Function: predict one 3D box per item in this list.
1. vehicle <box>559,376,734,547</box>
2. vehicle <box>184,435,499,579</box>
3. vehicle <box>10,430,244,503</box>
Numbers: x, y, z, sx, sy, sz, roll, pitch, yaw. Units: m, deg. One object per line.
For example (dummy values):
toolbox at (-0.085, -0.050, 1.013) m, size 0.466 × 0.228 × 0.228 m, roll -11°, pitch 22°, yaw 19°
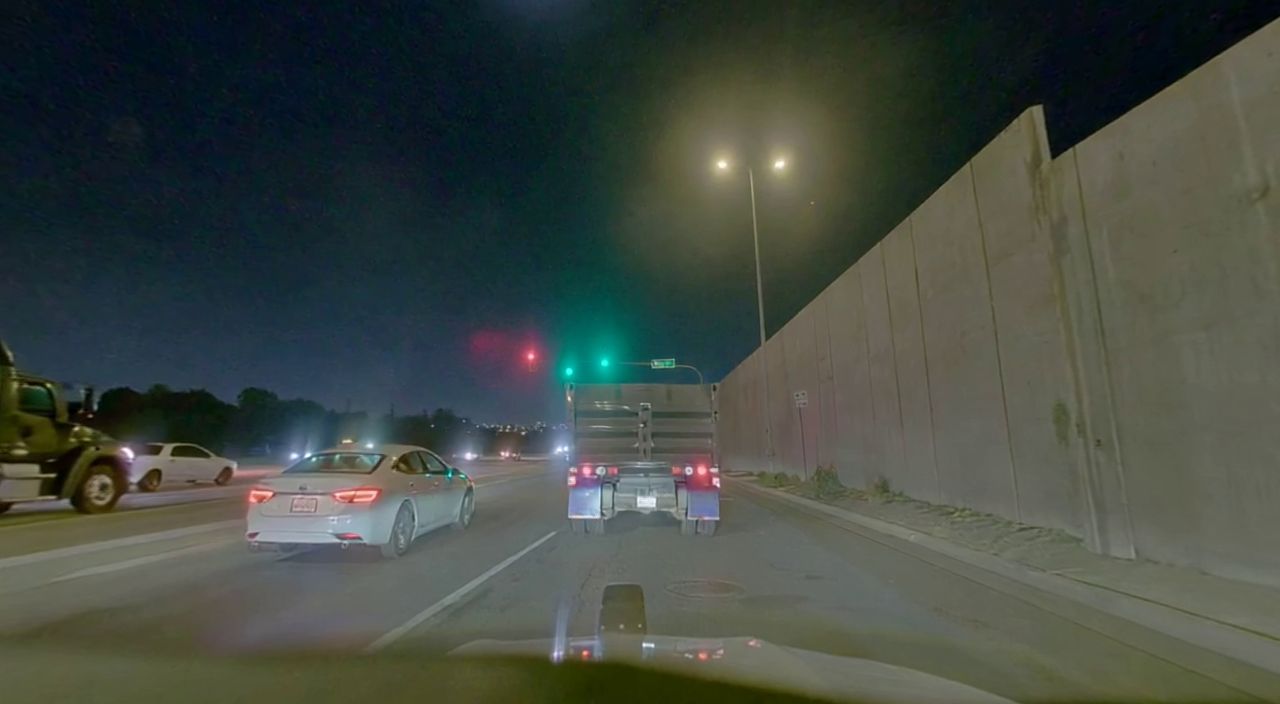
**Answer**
vehicle at (0.109, 1.878, 11.302) m, size 2.355 × 2.305 × 5.336 m, roll 0°, pitch -8°, yaw 0°
vehicle at (-3.672, 1.983, 9.091) m, size 2.019 × 1.480 × 4.966 m, roll 0°, pitch -8°, yaw 1°
vehicle at (-16.984, 3.821, 21.616) m, size 2.475 × 2.090 × 6.394 m, roll -1°, pitch -8°, yaw 2°
